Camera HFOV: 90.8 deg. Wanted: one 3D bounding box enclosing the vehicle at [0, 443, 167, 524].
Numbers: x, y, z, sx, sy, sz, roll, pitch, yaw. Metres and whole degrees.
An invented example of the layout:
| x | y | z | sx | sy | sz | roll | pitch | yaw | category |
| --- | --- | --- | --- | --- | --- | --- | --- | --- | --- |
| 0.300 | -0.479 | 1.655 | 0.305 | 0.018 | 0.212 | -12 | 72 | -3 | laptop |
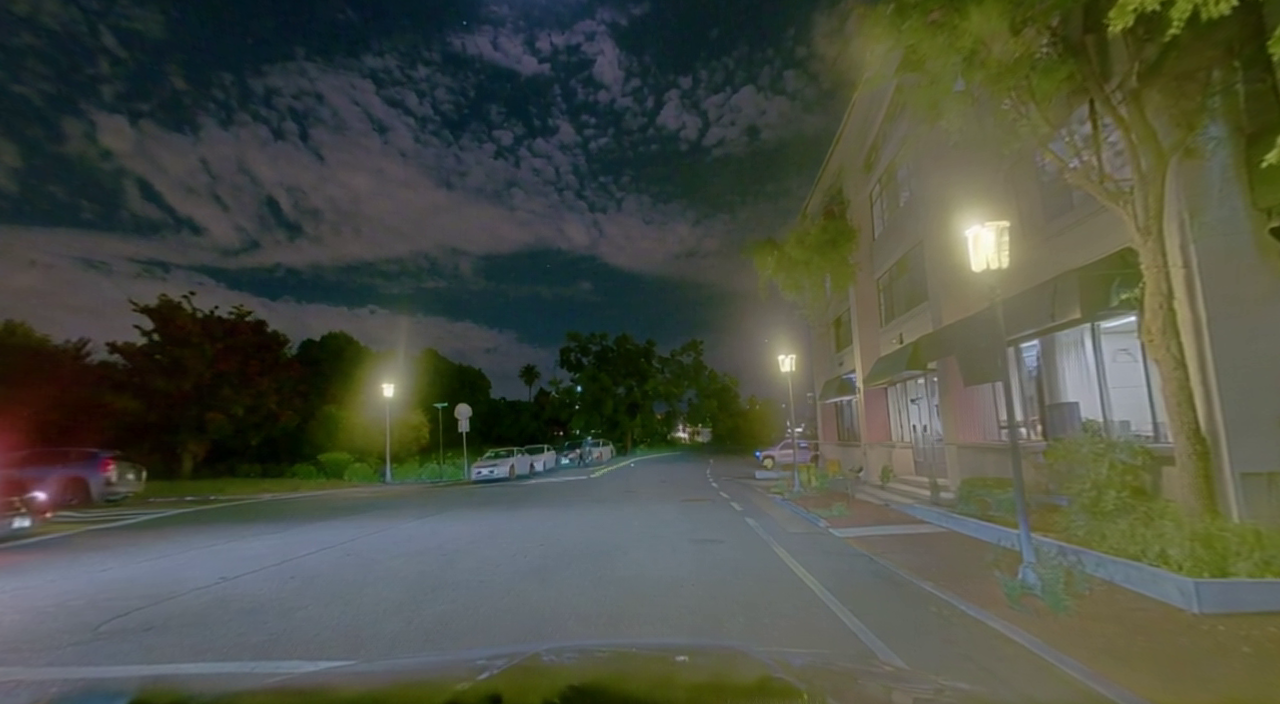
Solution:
| x | y | z | sx | sy | sz | roll | pitch | yaw | category |
| --- | --- | --- | --- | --- | --- | --- | --- | --- | --- |
| -13.412 | 2.859 | 14.061 | 4.106 | 1.620 | 2.065 | -1 | -9 | 2 | vehicle |

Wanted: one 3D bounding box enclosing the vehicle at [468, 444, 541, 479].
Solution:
| x | y | z | sx | sy | sz | roll | pitch | yaw | category |
| --- | --- | --- | --- | --- | --- | --- | --- | --- | --- |
| -6.071 | 4.975 | 28.963 | 1.968 | 1.443 | 4.358 | -1 | -9 | 6 | vehicle |

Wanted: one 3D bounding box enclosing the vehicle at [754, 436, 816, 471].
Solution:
| x | y | z | sx | sy | sz | roll | pitch | yaw | category |
| --- | --- | --- | --- | --- | --- | --- | --- | --- | --- |
| 6.689 | 4.726 | 29.574 | 1.918 | 1.461 | 4.419 | 0 | -8 | 1 | vehicle |

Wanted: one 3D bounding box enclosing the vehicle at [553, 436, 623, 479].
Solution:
| x | y | z | sx | sy | sz | roll | pitch | yaw | category |
| --- | --- | --- | --- | --- | --- | --- | --- | --- | --- |
| -2.094 | 4.445 | 26.916 | 2.110 | 1.651 | 4.410 | -1 | -9 | 7 | vehicle |
